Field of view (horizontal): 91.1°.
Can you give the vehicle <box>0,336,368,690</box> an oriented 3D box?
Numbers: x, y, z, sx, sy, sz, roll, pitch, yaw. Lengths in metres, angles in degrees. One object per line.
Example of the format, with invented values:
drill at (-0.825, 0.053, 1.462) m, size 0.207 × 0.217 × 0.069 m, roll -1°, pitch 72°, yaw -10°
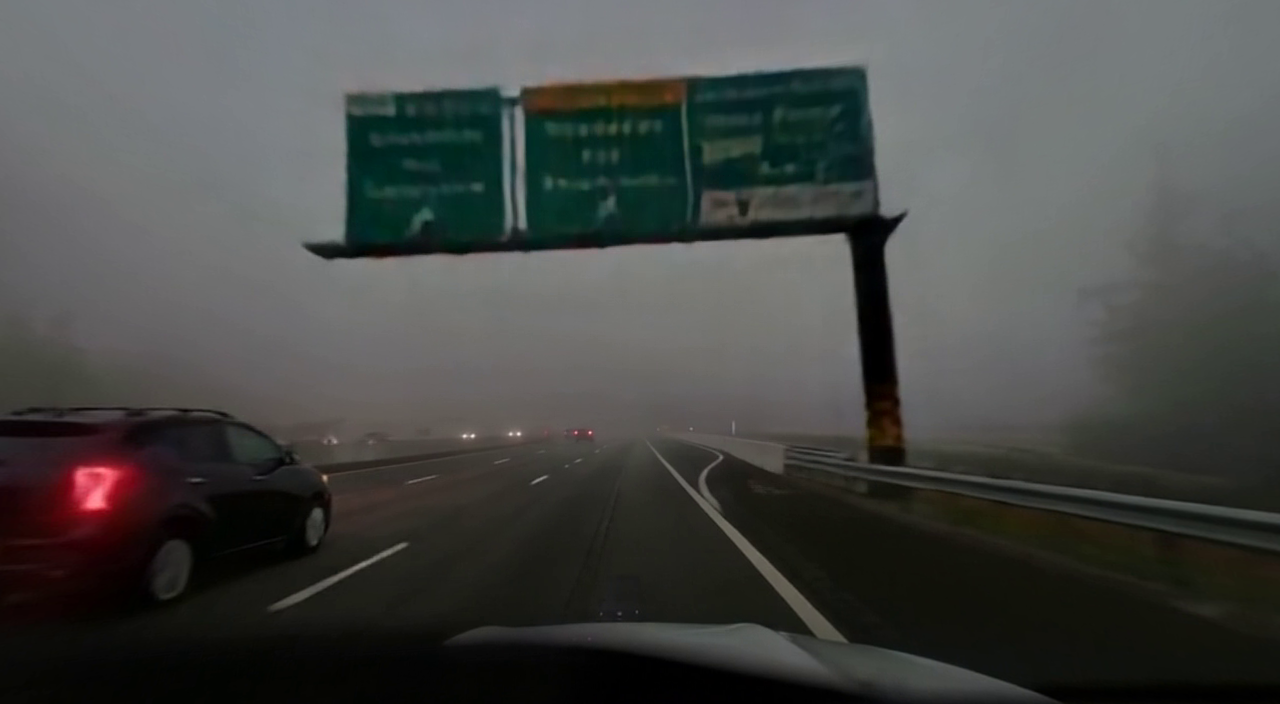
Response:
vehicle at (-4.266, 1.047, 4.947) m, size 2.153 × 1.730 × 4.772 m, roll 0°, pitch -8°, yaw -1°
